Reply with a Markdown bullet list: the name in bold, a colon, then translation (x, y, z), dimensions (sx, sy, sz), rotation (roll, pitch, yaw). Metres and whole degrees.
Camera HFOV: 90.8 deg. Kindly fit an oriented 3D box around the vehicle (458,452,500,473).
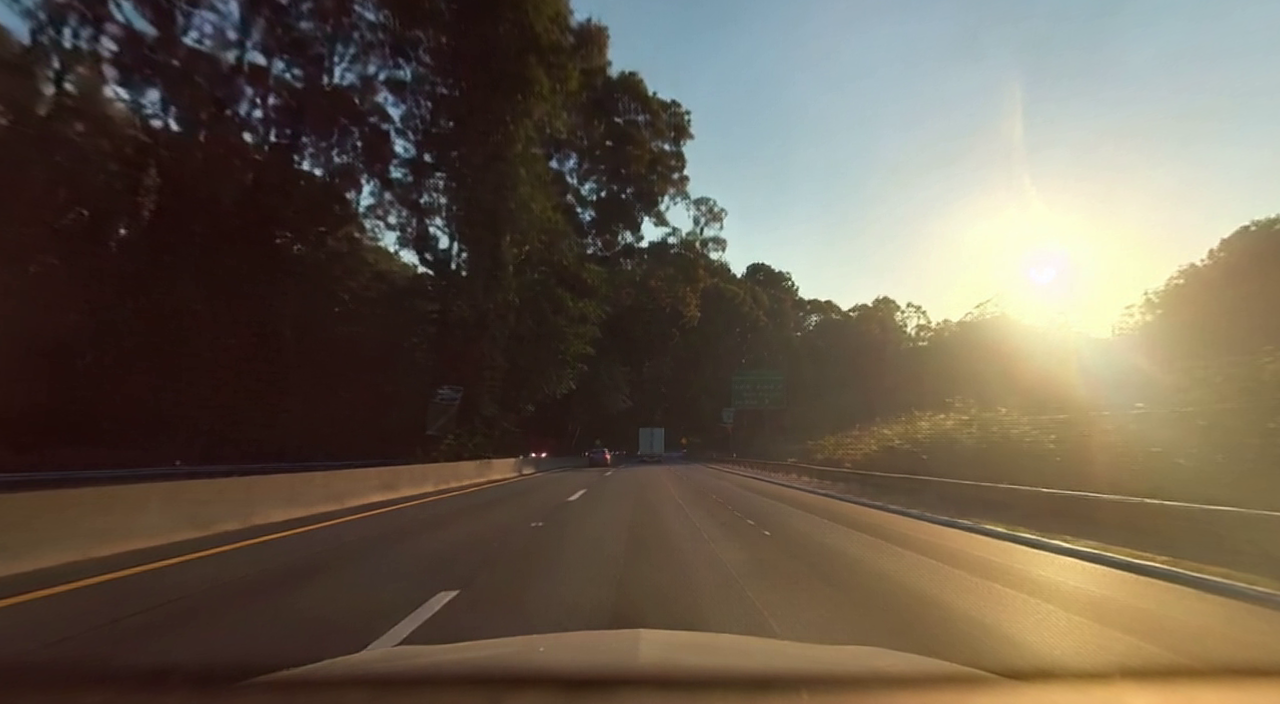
- **vehicle**: translation (-11.691, 8.045, 46.020), dimensions (1.953, 1.454, 3.938), rotation (0, -9, 1)
